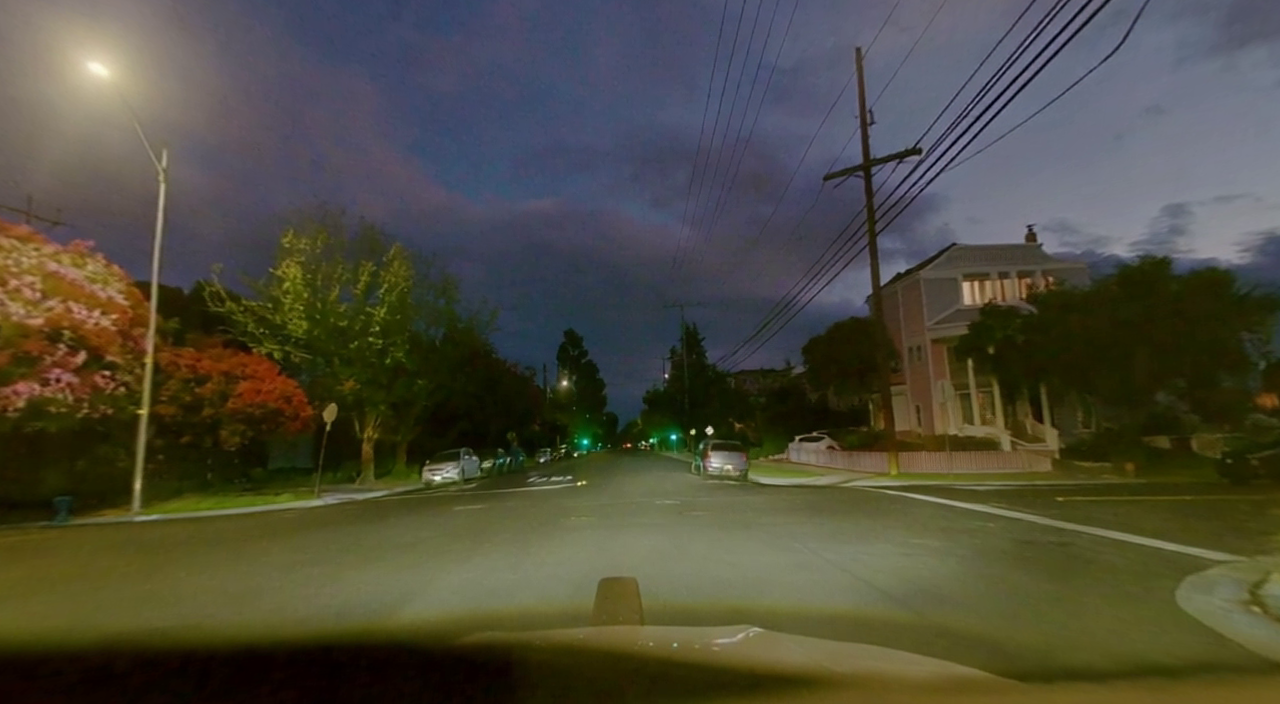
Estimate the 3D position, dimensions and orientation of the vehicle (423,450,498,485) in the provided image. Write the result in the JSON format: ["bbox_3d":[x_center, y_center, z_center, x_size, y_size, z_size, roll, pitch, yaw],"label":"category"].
[{"bbox_3d":[-7.268,4.698,26.010,1.926,1.307,3.909,0,-9,0],"label":"vehicle"}]

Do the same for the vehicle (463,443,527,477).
[{"bbox_3d":[-7.130,5.371,31.613,1.957,1.549,4.527,-1,-8,2],"label":"vehicle"}]

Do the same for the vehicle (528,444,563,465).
[{"bbox_3d":[-7.102,7.718,47.861,1.914,1.508,4.653,0,-8,0],"label":"vehicle"}]

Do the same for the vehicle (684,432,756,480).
[{"bbox_3d":[3.018,4.051,24.813,2.114,1.708,4.474,0,-8,-1],"label":"vehicle"}]

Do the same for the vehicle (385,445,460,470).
[{"bbox_3d":[-13.460,6.558,39.269,3.905,1.480,1.892,0,-9,0],"label":"vehicle"}]
